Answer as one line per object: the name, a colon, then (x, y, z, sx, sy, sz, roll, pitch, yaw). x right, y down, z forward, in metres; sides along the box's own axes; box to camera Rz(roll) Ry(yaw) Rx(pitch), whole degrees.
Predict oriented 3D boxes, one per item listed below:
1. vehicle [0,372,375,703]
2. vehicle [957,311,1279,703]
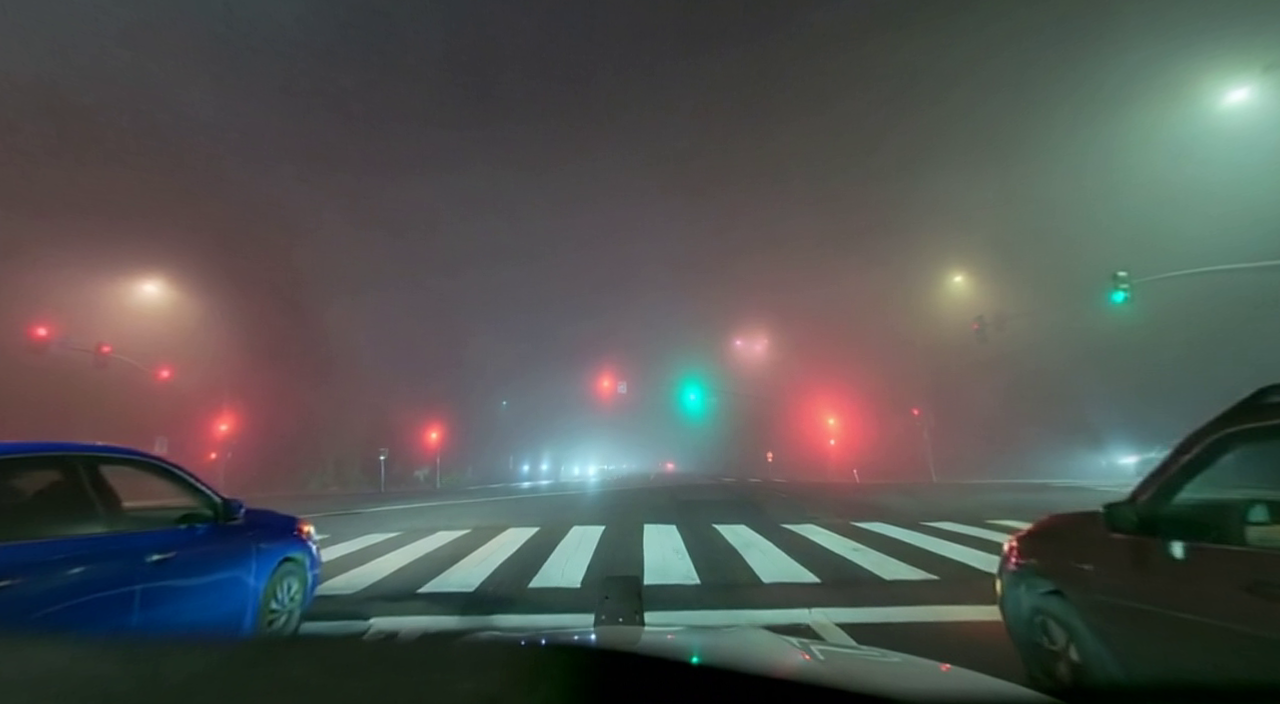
vehicle: (-2.997, 0.947, 2.777, 1.969, 1.513, 3.773, 0, -9, 1)
vehicle: (2.865, 0.653, 1.309, 2.099, 1.671, 4.491, 0, -9, 1)
